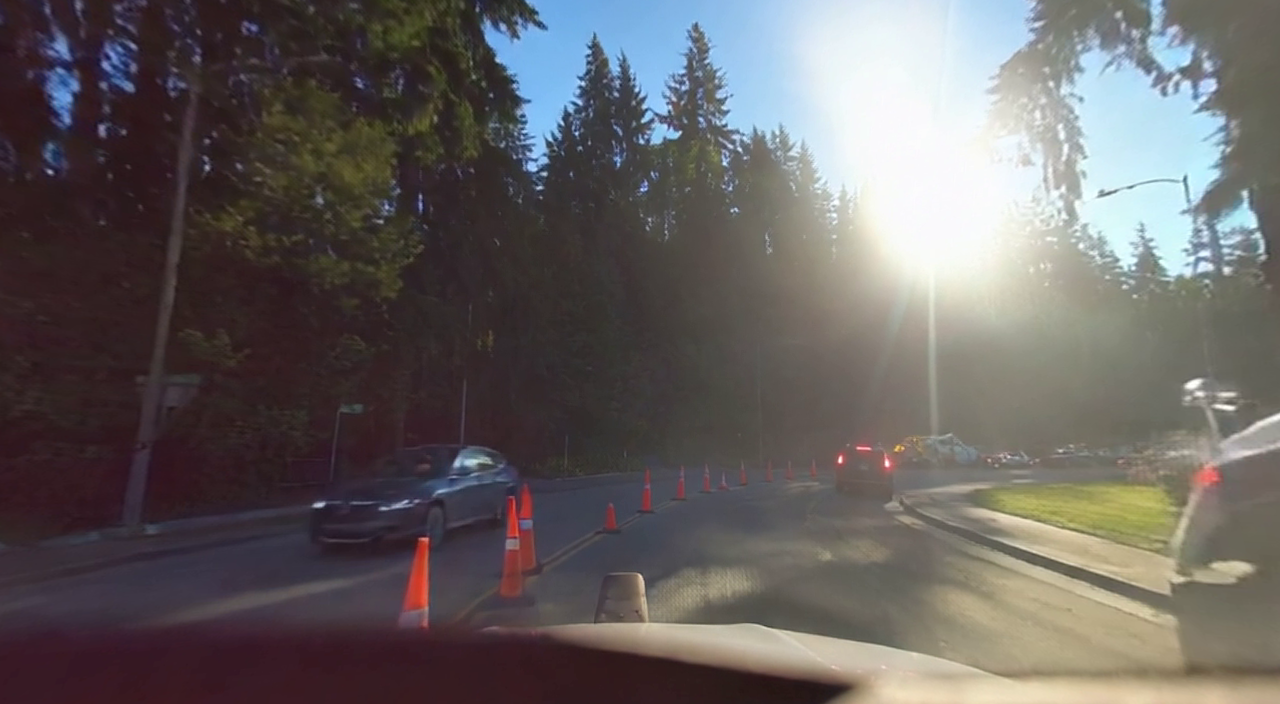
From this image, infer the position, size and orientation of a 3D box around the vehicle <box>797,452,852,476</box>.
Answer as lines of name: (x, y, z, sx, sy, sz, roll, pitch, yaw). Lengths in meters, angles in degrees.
vehicle: (12.203, 7.305, 41.557, 1.933, 1.428, 4.449, -6, -10, 37)

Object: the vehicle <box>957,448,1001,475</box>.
vehicle: (23.906, 7.683, 44.495, 2.030, 1.774, 3.884, -6, -11, 36)

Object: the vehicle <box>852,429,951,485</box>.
vehicle: (13.826, 5.340, 33.081, 3.098, 2.601, 6.758, -6, -9, 36)

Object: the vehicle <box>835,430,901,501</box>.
vehicle: (7.906, 3.879, 21.928, 1.913, 2.241, 3.024, -3, -9, 20)

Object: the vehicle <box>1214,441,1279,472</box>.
vehicle: (31.028, 5.132, 30.966, 1.703, 1.454, 4.378, 1, -9, 1)

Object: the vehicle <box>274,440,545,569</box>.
vehicle: (-3.154, 2.163, 9.775, 1.945, 1.494, 4.201, -1, -9, 12)
